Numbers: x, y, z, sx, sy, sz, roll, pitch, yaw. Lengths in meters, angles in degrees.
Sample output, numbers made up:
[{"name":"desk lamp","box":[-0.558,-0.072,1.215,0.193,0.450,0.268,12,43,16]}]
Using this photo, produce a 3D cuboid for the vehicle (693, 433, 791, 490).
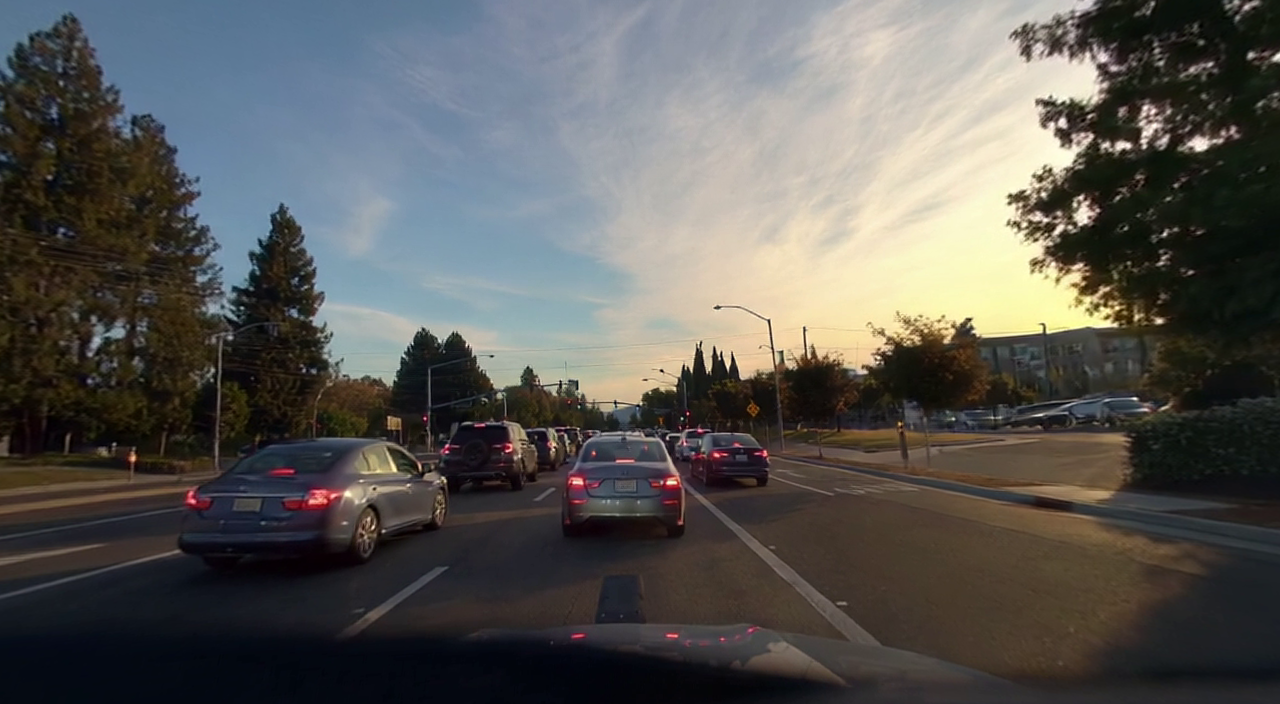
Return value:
[{"name":"vehicle","box":[2.841,3.182,18.702,1.978,1.452,4.381,0,-8,-3]}]

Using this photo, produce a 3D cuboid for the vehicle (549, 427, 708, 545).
[{"name":"vehicle","box":[-0.215,2.002,10.111,2.007,1.467,4.059,0,-8,-2]}]

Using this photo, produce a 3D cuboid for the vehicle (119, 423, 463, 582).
[{"name":"vehicle","box":[-3.859,1.722,8.063,1.985,1.467,4.224,0,-8,0]}]

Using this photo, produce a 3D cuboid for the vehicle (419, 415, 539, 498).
[{"name":"vehicle","box":[-4.024,2.703,16.643,2.054,1.881,4.469,0,-8,-1]}]
